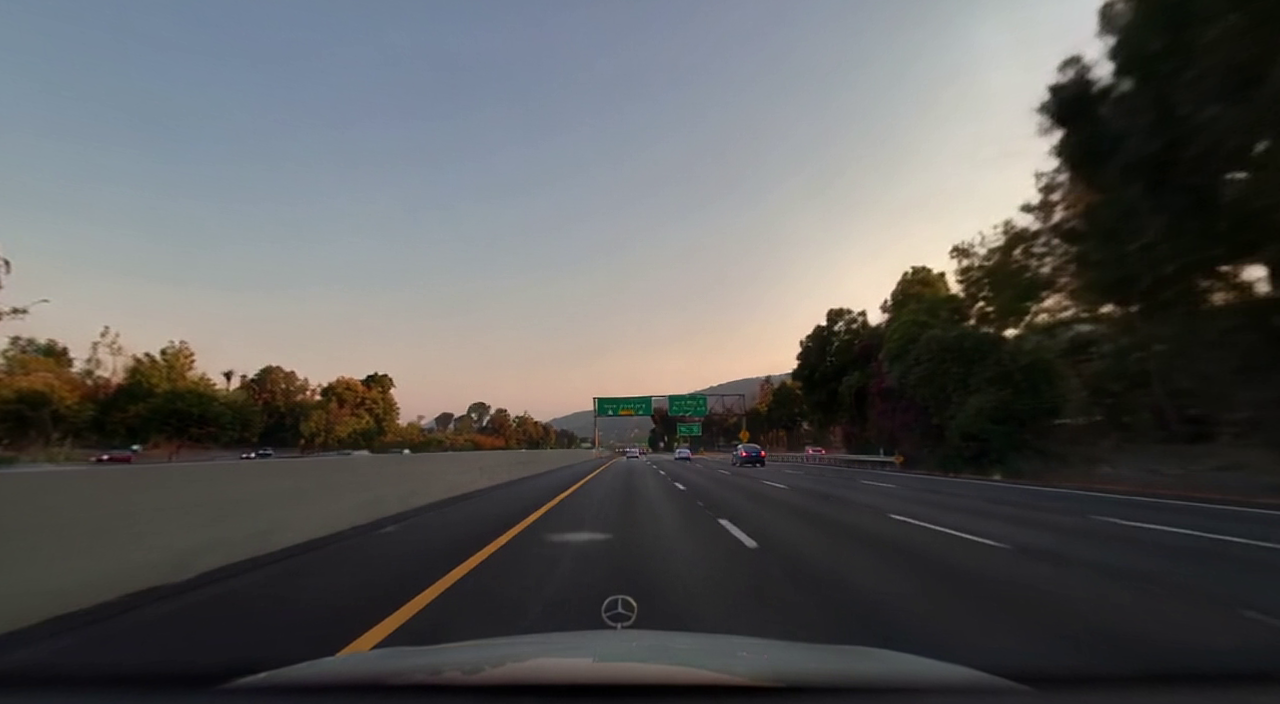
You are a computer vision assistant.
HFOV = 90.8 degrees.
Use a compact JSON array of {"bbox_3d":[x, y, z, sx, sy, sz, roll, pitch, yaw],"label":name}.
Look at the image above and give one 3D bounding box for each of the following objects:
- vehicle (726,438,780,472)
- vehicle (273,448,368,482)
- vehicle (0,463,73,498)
[{"bbox_3d":[6.092,5.600,34.486,2.030,1.706,4.279,0,-8,-2],"label":"vehicle"},{"bbox_3d":[-15.778,5.590,31.562,2.129,1.515,5.071,0,-8,-1],"label":"vehicle"},{"bbox_3d":[-31.214,6.327,31.273,1.849,1.529,4.869,0,-8,-2],"label":"vehicle"}]
